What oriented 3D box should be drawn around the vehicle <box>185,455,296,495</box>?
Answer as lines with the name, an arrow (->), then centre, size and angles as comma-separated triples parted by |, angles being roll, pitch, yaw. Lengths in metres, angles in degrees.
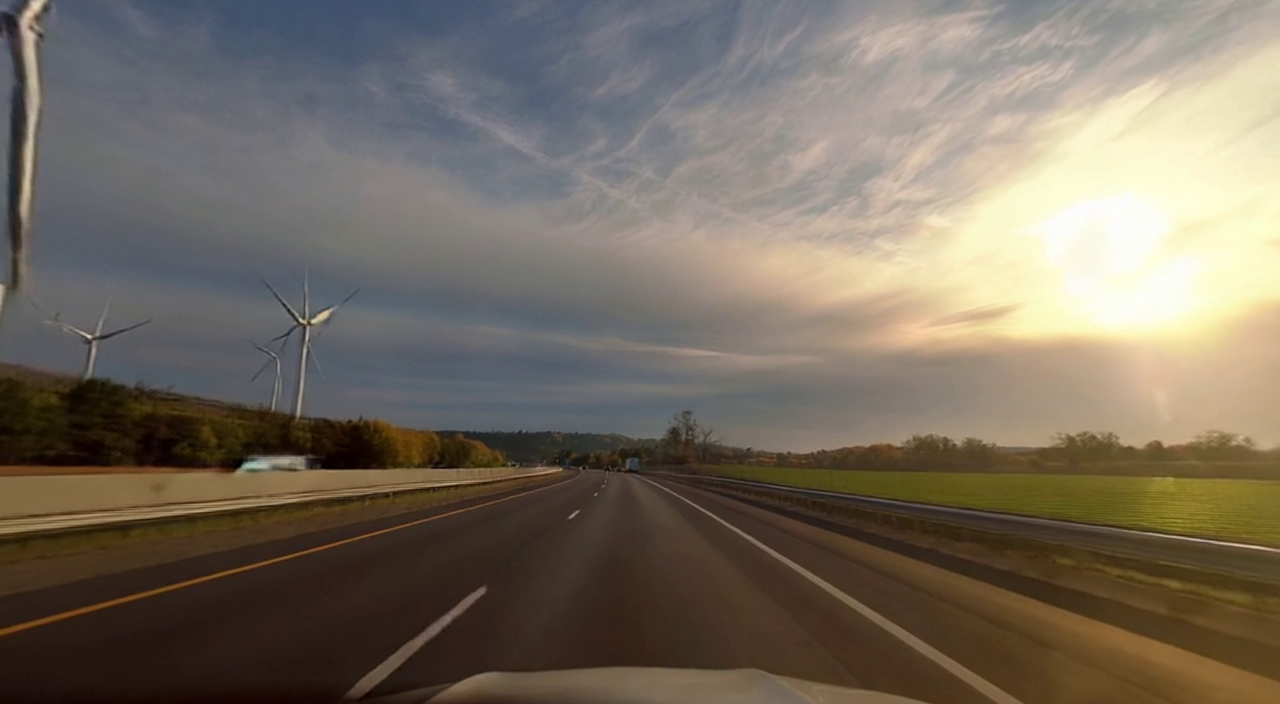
vehicle -> -16.299, 5.057, 26.020 | 1.783, 1.448, 4.377 | 1, -11, -1
